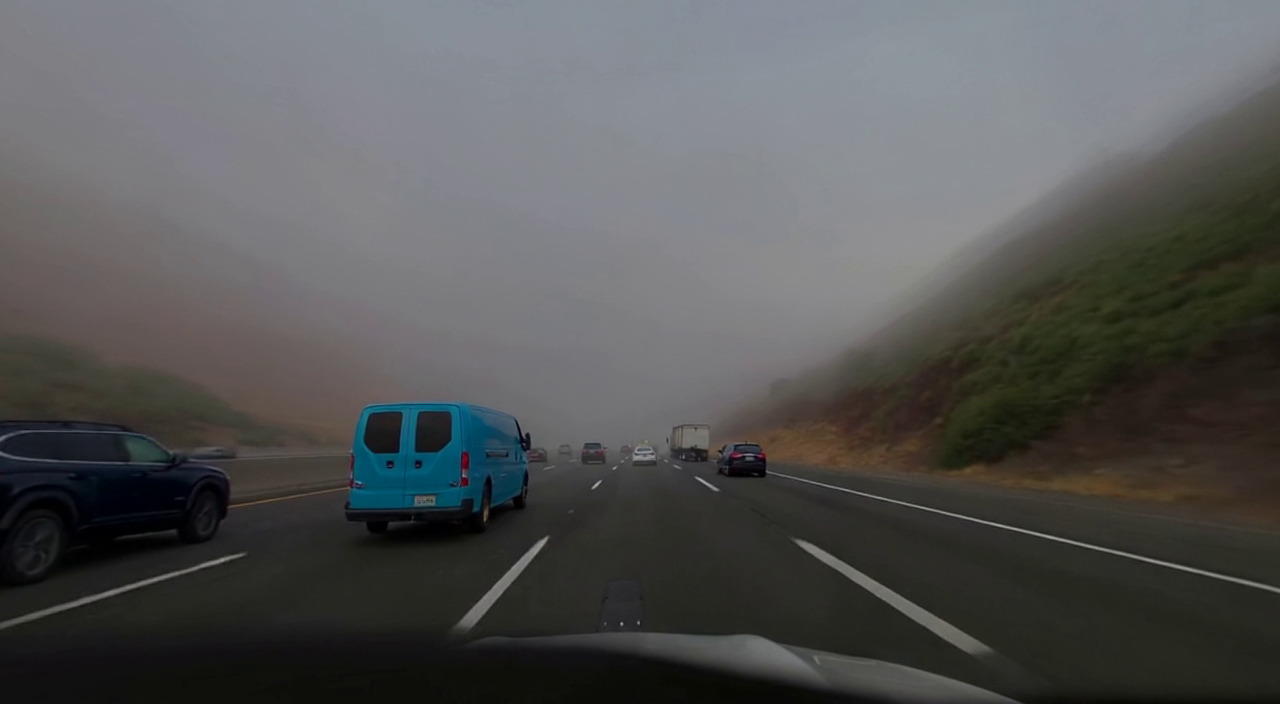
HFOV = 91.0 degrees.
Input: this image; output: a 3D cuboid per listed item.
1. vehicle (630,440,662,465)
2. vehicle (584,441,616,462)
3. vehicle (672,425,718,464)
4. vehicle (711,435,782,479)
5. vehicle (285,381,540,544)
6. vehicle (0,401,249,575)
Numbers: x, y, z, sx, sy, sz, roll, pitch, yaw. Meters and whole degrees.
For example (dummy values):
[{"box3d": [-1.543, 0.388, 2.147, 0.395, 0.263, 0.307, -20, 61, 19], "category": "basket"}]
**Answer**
[{"box3d": [0.379, 6.591, 41.370, 2.014, 1.543, 3.804, 0, -9, 0], "category": "vehicle"}, {"box3d": [-3.044, 7.630, 48.440, 2.138, 1.581, 4.340, 0, -9, 1], "category": "vehicle"}, {"box3d": [4.113, 7.185, 48.809, 2.877, 2.730, 7.831, 0, -9, 0], "category": "vehicle"}, {"box3d": [4.191, 4.203, 25.460, 2.051, 1.598, 4.145, 0, -9, -1], "category": "vehicle"}, {"box3d": [-3.553, 1.926, 11.502, 2.421, 2.203, 5.775, 0, -8, 1], "category": "vehicle"}, {"box3d": [-7.376, 1.557, 7.646, 2.054, 1.715, 4.928, 0, -8, 0], "category": "vehicle"}]
